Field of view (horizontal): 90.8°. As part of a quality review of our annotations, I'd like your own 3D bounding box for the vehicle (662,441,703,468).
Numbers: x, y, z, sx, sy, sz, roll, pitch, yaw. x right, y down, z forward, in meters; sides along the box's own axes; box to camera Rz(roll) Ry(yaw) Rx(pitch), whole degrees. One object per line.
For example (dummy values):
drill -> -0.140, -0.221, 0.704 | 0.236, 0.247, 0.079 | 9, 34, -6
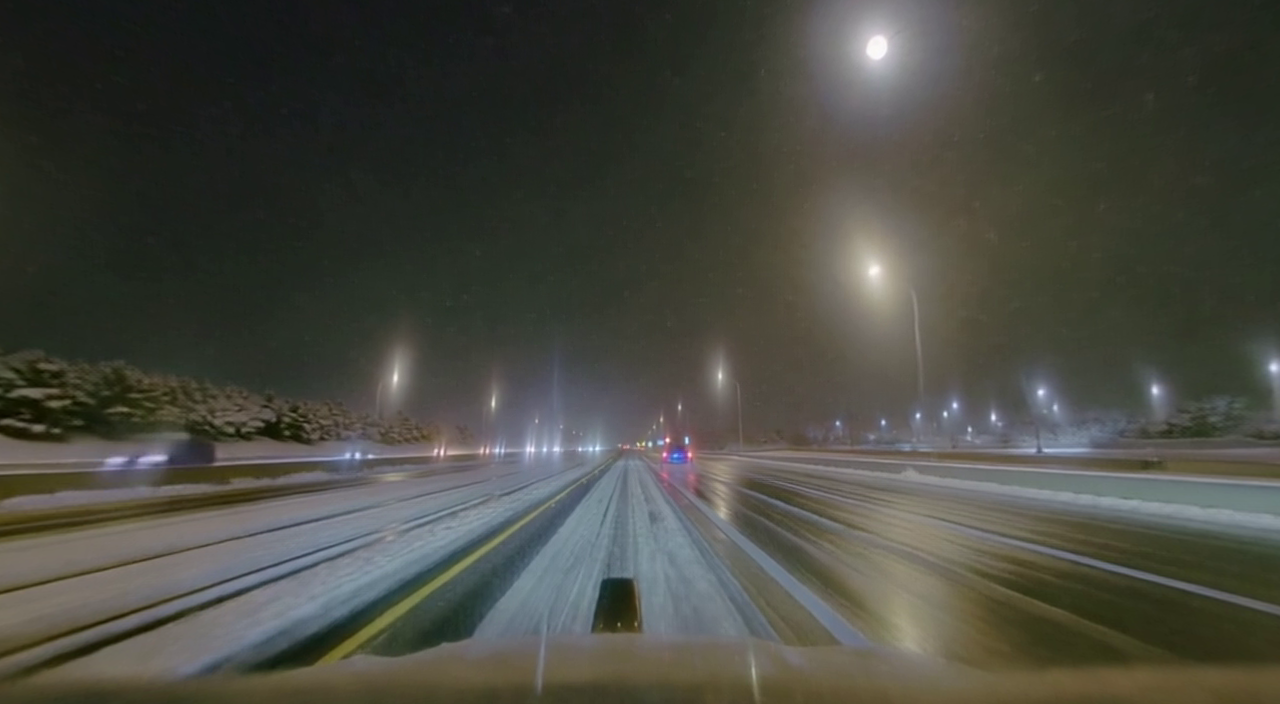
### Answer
vehicle -> 2.710, 6.630, 41.064 | 2.270, 1.615, 3.770 | 0, -8, -1
